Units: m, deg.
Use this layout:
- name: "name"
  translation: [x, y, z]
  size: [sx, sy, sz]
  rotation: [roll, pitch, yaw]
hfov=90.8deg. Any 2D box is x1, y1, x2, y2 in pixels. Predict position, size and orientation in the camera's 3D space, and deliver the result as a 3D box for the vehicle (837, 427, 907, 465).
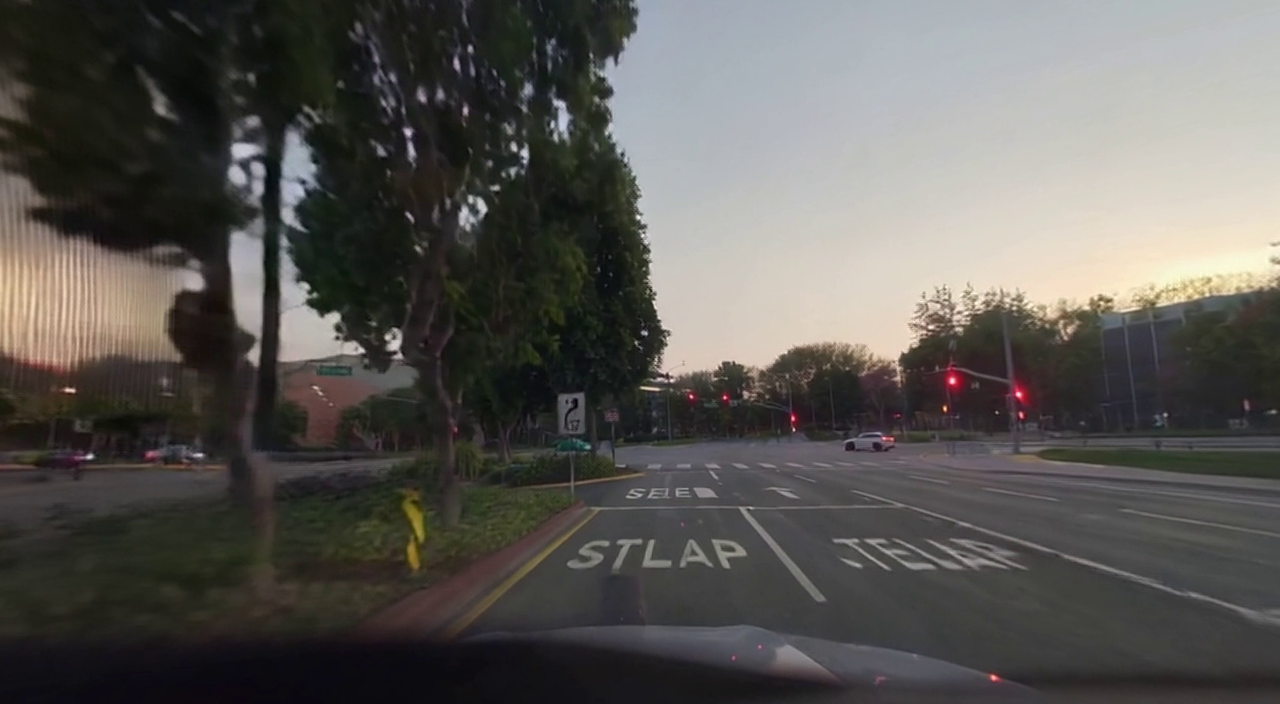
- name: "vehicle"
  translation: [12.256, 5.034, 33.712]
  size: [2.156, 1.881, 4.743]
  rotation: [-1, -9, 3]
